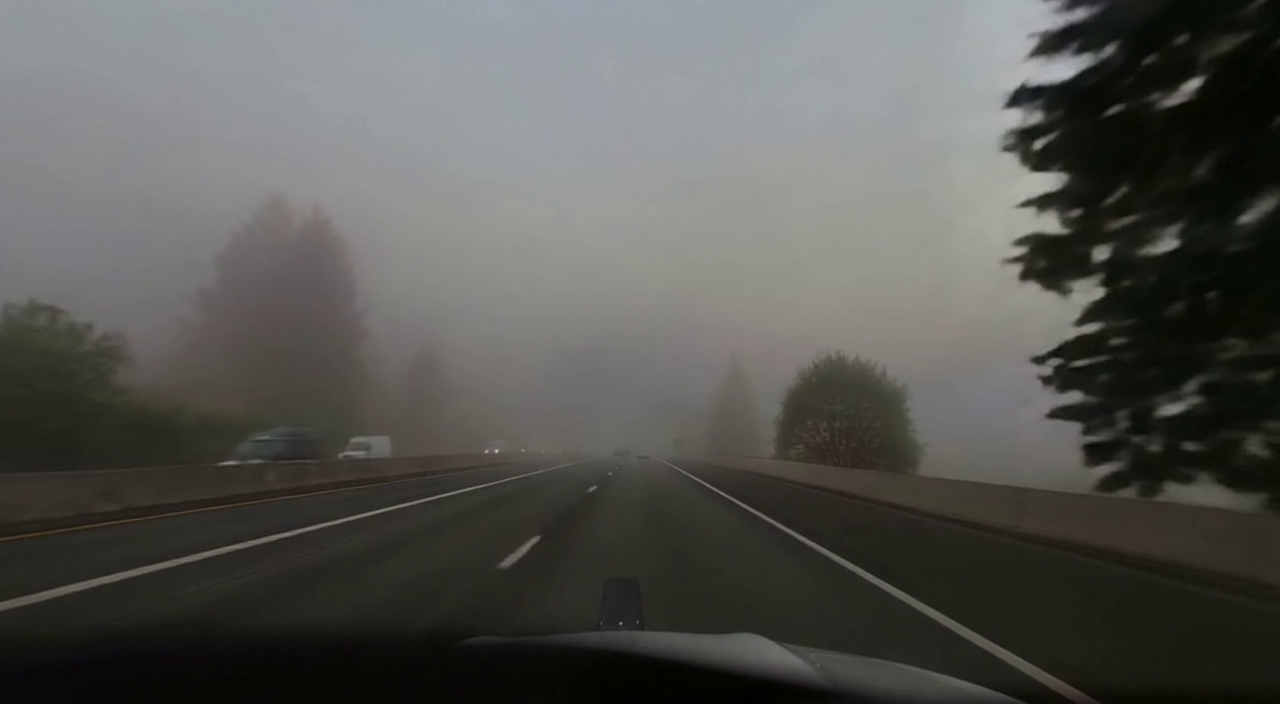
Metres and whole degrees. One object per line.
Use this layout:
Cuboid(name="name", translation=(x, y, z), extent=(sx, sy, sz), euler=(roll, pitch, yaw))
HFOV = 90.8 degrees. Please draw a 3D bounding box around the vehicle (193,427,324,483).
Cuboid(name="vehicle", translation=(-20.423, 5.553, 34.417), extent=(2.641, 2.694, 7.114), euler=(0, -9, 0))
